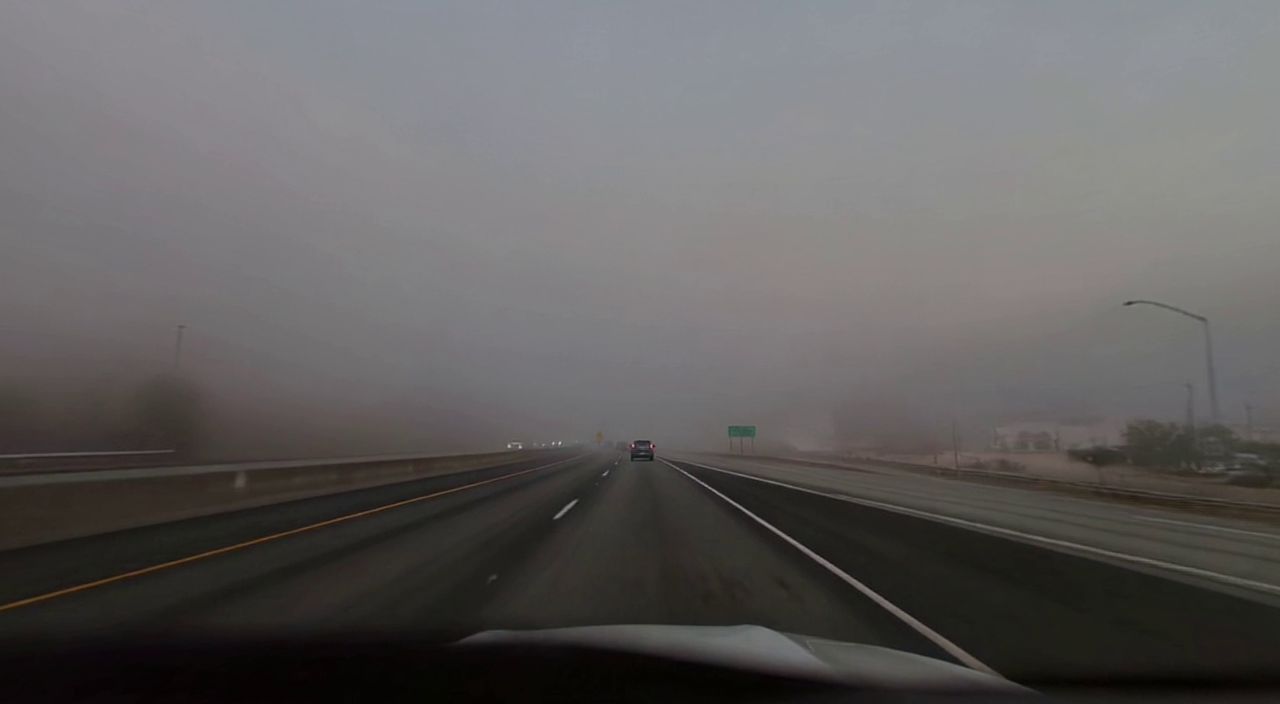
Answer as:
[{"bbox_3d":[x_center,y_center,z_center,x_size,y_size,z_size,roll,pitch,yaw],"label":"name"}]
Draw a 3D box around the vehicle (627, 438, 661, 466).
[{"bbox_3d":[0.214,6.396,40.442,2.029,1.666,4.064,0,-8,-2],"label":"vehicle"}]
